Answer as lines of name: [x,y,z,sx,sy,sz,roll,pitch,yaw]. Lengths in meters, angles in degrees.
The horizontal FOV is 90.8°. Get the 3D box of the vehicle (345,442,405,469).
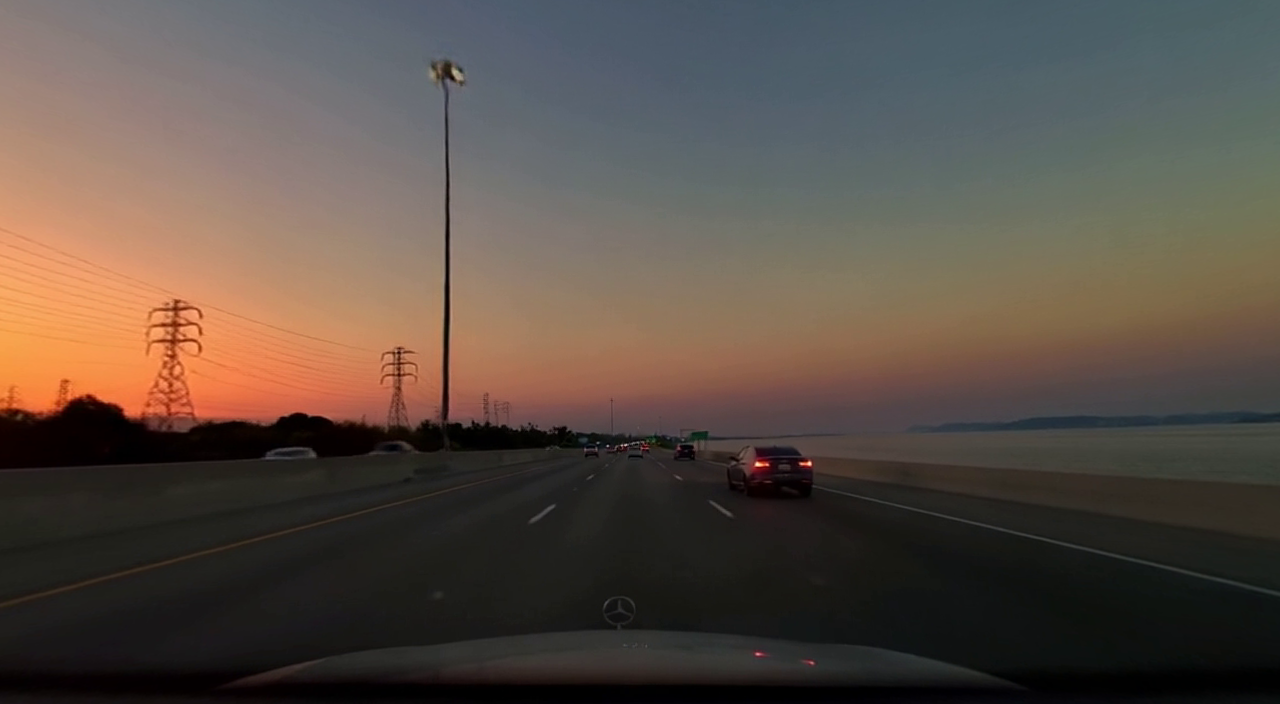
vehicle: [-15.519,6.075,37.254,1.850,1.519,3.963,0,-8,-1]

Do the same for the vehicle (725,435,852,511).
vehicle: [3.271,2.742,14.857,1.890,1.490,4.373,0,-8,-1]

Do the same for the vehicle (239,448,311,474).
vehicle: [-22.933,6.848,39.948,1.849,1.456,4.573,0,-8,0]

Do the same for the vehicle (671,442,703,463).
vehicle: [3.537,7.712,48.510,2.000,1.533,4.438,0,-8,-1]
